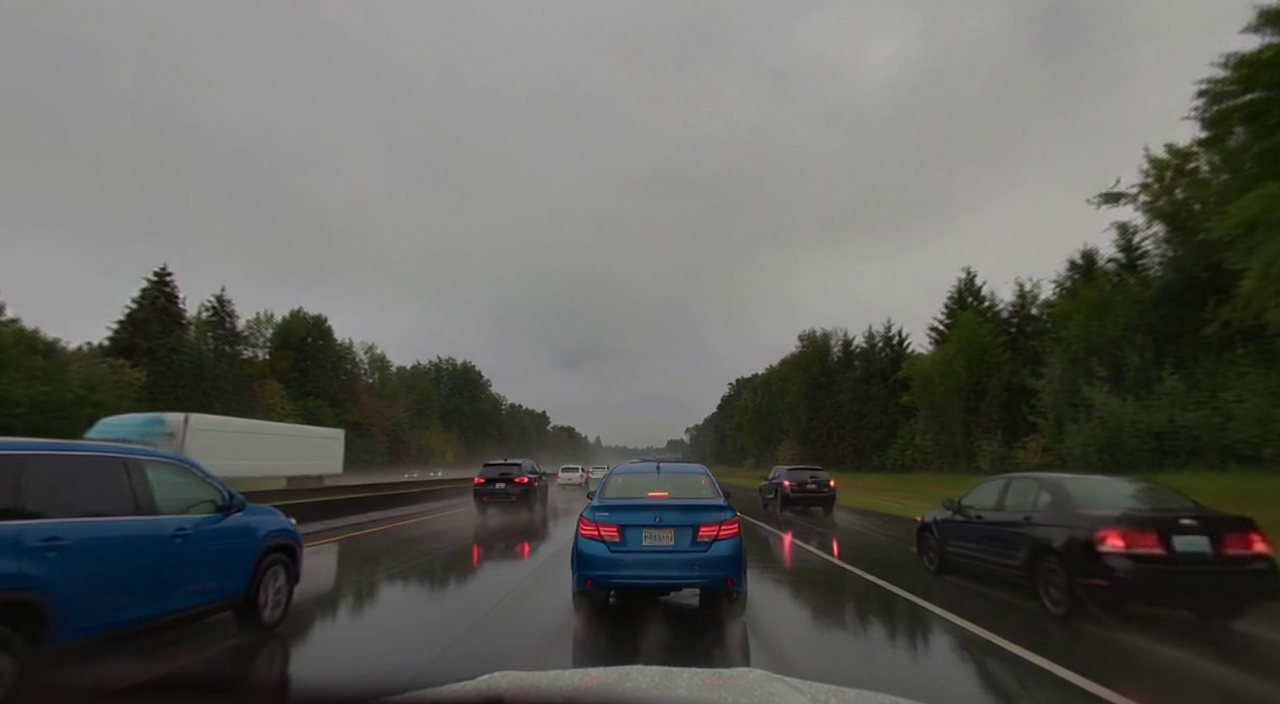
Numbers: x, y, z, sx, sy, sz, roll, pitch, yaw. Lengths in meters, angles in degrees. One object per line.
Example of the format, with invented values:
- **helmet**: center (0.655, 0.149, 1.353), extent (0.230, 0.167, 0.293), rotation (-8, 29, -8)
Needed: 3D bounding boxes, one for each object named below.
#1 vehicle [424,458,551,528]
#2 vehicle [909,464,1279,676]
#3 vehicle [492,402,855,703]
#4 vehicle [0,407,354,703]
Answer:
- **vehicle**: center (-3.709, 3.560, 16.299), extent (1.960, 1.502, 4.593), rotation (0, -11, 3)
- **vehicle**: center (4.600, 1.872, 6.423), extent (1.870, 1.382, 4.287), rotation (1, -11, 1)
- **vehicle**: center (0.175, 1.546, 5.740), extent (2.057, 1.725, 4.126), rotation (1, -11, -1)
- **vehicle**: center (-3.914, 1.269, 4.156), extent (1.994, 1.556, 4.263), rotation (1, -11, 0)
